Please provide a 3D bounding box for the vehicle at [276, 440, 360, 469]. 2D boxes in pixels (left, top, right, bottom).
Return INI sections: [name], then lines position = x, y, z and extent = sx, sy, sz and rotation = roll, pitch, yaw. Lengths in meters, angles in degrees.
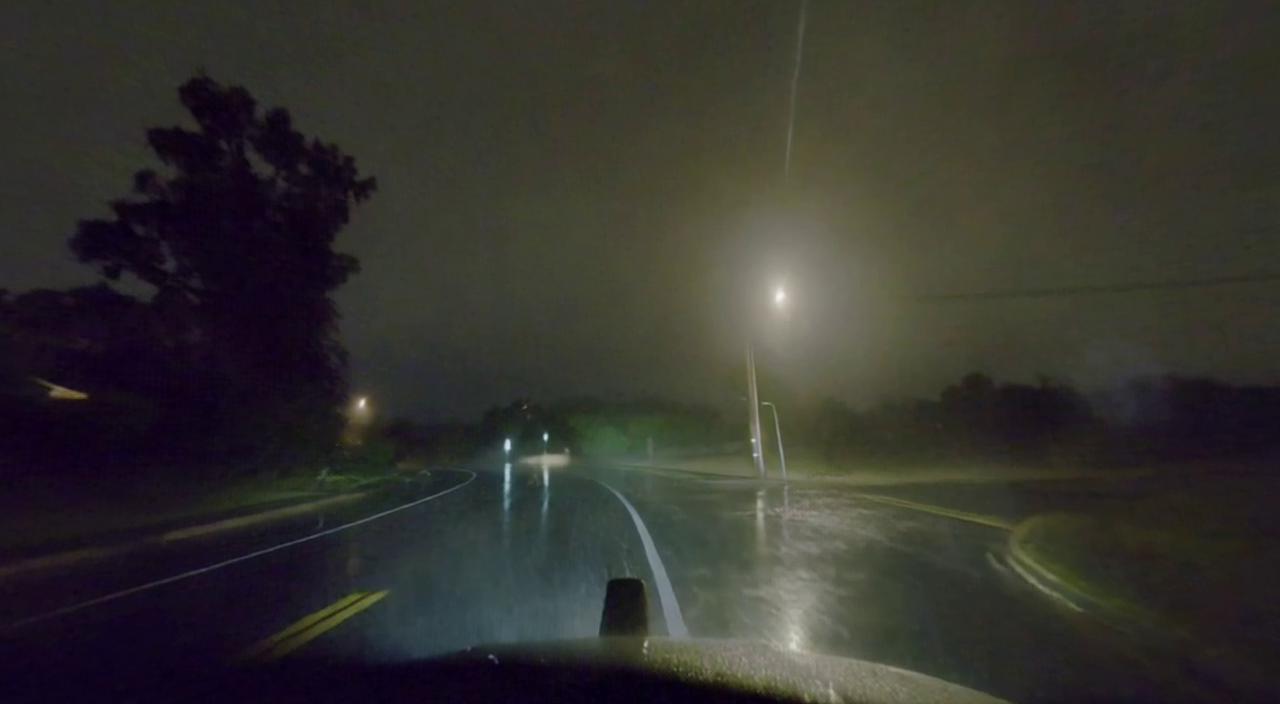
[vehicle]
position = -21.644, 6.891, 42.407
extent = 4.562, 1.857, 2.129
rotation = -2, -9, 11
